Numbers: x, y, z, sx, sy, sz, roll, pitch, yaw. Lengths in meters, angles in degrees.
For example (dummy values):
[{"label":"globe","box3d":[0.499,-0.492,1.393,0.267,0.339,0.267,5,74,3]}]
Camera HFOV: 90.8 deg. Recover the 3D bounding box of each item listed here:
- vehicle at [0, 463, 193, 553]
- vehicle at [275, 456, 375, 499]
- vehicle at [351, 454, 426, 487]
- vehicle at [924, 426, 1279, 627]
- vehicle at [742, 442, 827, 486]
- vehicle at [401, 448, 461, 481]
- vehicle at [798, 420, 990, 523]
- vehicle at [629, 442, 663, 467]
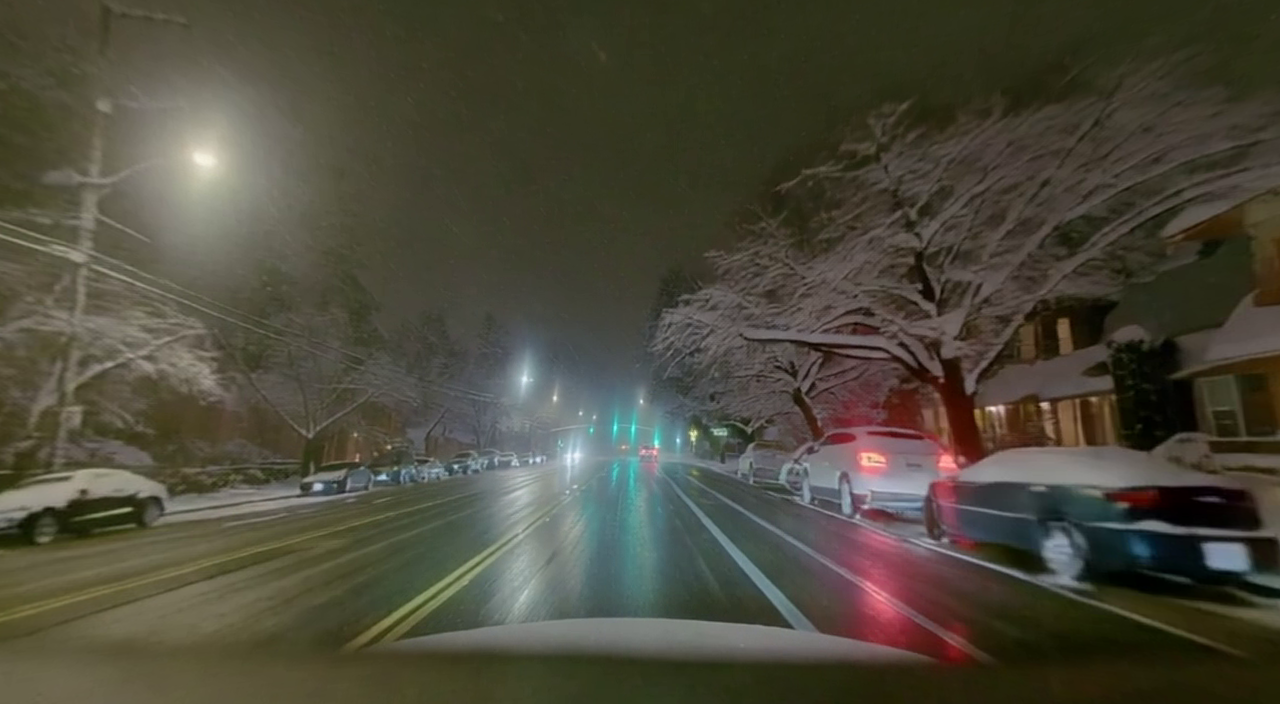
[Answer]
[{"label":"vehicle","box3d":[-12.354,3.235,13.790,1.853,1.497,4.527,0,-9,0]},{"label":"vehicle","box3d":[-12.519,4.973,25.441,1.877,1.505,4.125,0,-9,0]},{"label":"vehicle","box3d":[-12.335,5.836,31.384,1.916,1.463,4.564,0,-9,-1]},{"label":"vehicle","box3d":[5.109,1.643,7.009,1.839,1.478,4.459,0,-9,0]},{"label":"vehicle","box3d":[5.260,4.147,23.732,1.978,1.438,4.716,0,-9,-1]},{"label":"vehicle","box3d":[-12.187,6.559,37.175,1.905,1.503,5.015,-5,-8,-2]},{"label":"vehicle","box3d":[5.145,2.499,13.734,2.078,1.813,4.827,0,-9,-1]},{"label":"vehicle","box3d":[0.322,6.416,39.821,2.022,1.471,3.973,0,-9,-1]}]
